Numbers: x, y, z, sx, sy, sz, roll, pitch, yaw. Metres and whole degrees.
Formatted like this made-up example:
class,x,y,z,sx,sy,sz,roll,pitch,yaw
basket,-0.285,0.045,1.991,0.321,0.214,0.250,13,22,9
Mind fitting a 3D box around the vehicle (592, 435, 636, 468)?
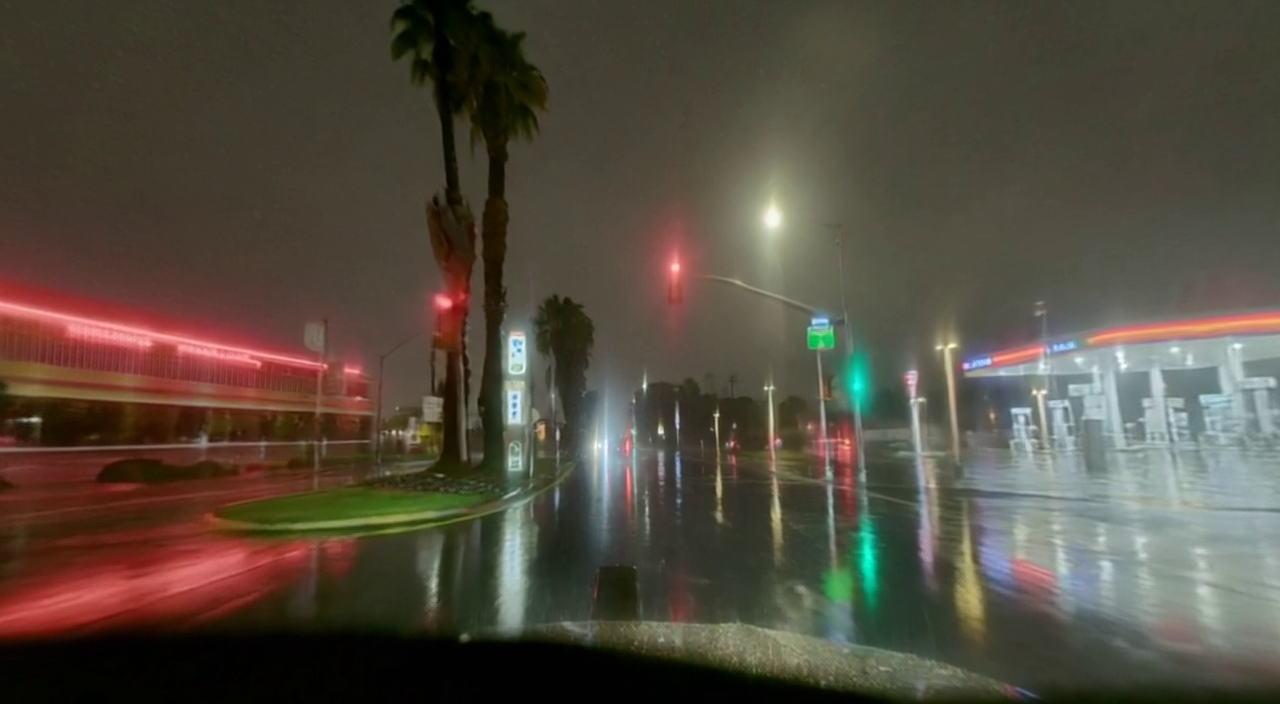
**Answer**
class,x,y,z,sx,sy,sz,roll,pitch,yaw
vehicle,-1.326,5.081,32.257,2.073,1.525,4.809,0,-9,-3
